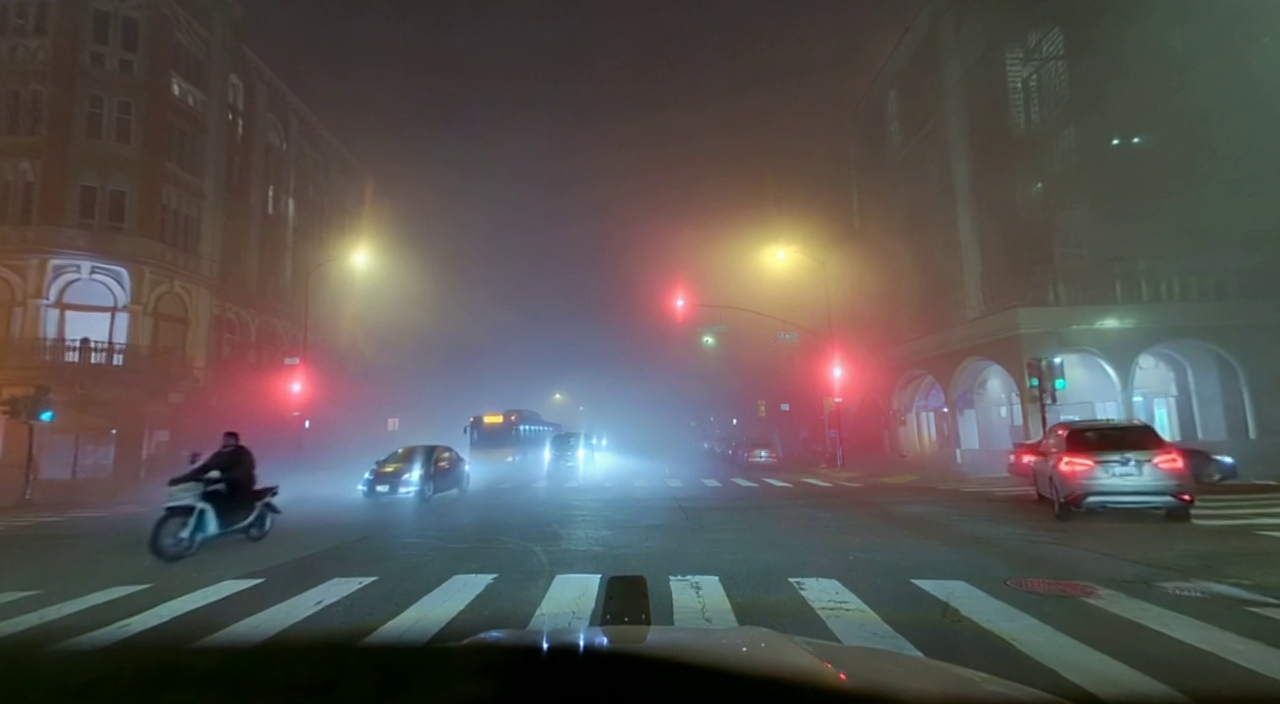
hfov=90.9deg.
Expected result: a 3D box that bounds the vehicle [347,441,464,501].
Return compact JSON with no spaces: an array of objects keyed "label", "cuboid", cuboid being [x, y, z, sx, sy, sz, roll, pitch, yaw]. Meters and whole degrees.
[{"label":"vehicle","cuboid":[-6.605,3.370,18.283,1.861,1.508,4.052,0,-8,0]}]

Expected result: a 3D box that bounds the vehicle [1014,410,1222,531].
[{"label":"vehicle","cuboid":[7.532,1.858,10.517,1.912,1.505,4.889,-4,-9,28]}]

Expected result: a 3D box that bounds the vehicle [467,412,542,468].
[{"label":"vehicle","cuboid":[-8.938,6.029,42.977,2.981,3.391,9.957,0,-8,0]}]

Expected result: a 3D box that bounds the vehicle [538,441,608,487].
[{"label":"vehicle","cuboid":[-2.430,3.808,21.819,1.904,1.402,4.759,2,-9,-12]}]

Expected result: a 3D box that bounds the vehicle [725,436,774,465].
[{"label":"vehicle","cuboid":[6.242,5.647,36.298,1.926,1.574,3.961,0,-8,-2]}]
